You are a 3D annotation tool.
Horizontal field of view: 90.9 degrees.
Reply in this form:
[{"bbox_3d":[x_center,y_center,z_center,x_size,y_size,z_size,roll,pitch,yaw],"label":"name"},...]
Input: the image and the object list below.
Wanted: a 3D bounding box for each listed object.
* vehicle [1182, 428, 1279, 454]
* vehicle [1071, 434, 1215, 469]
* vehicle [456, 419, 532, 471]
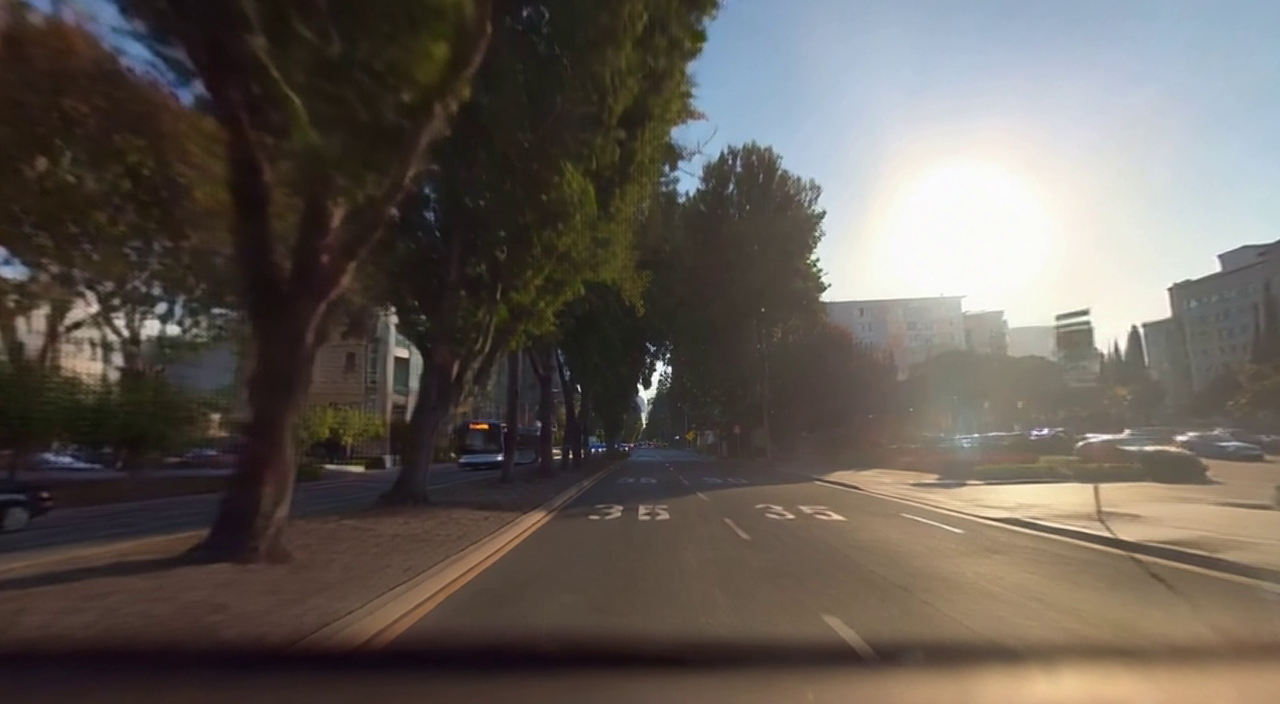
[{"bbox_3d":[39.896,5.998,42.445,4.836,1.711,2.192,0,-8,-4],"label":"vehicle"},{"bbox_3d":[21.191,4.211,26.705,4.404,1.440,1.900,0,-8,3],"label":"vehicle"},{"bbox_3d":[-10.538,6.914,46.717,3.052,3.397,10.003,0,-8,1],"label":"vehicle"}]
